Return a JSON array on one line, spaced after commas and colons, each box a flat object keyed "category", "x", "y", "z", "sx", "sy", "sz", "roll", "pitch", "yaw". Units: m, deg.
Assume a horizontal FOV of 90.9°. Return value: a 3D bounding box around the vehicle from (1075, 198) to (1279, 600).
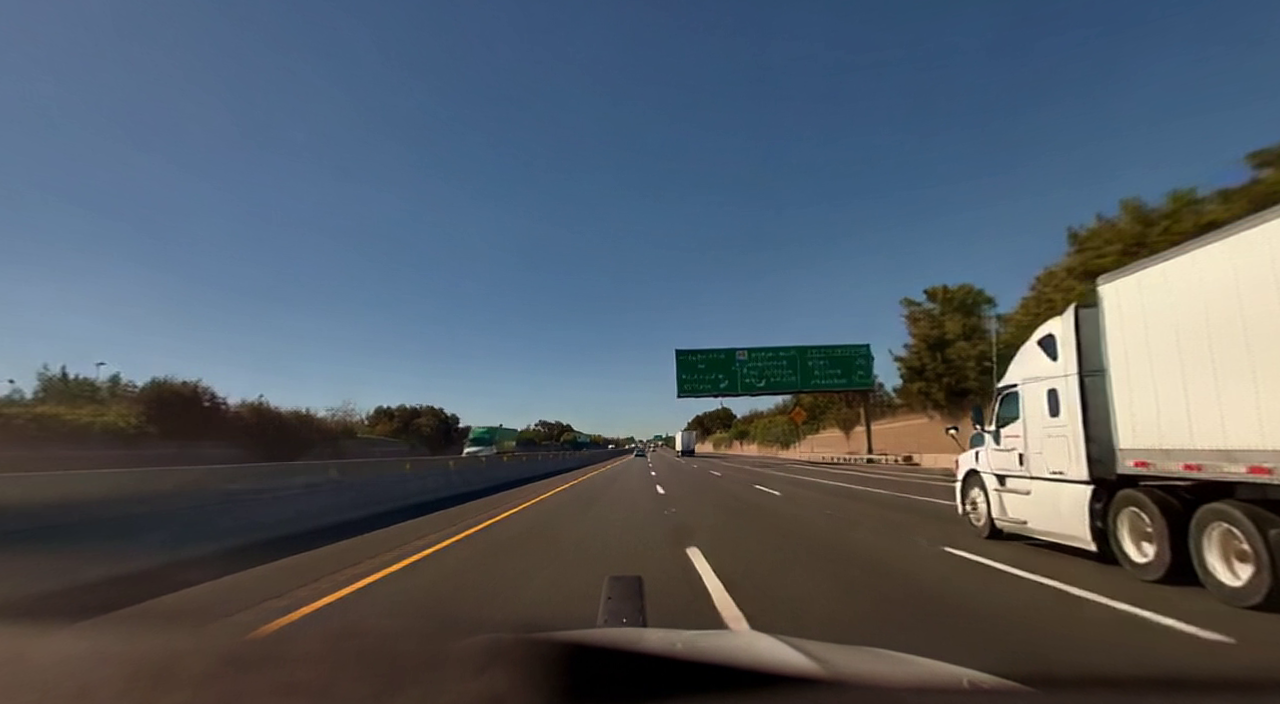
[{"category": "vehicle", "x": 6.498, "y": 0.117, "z": 3.493, "sx": 2.690, "sy": 3.197, "sz": 7.515, "roll": 0, "pitch": -9, "yaw": 0}]
